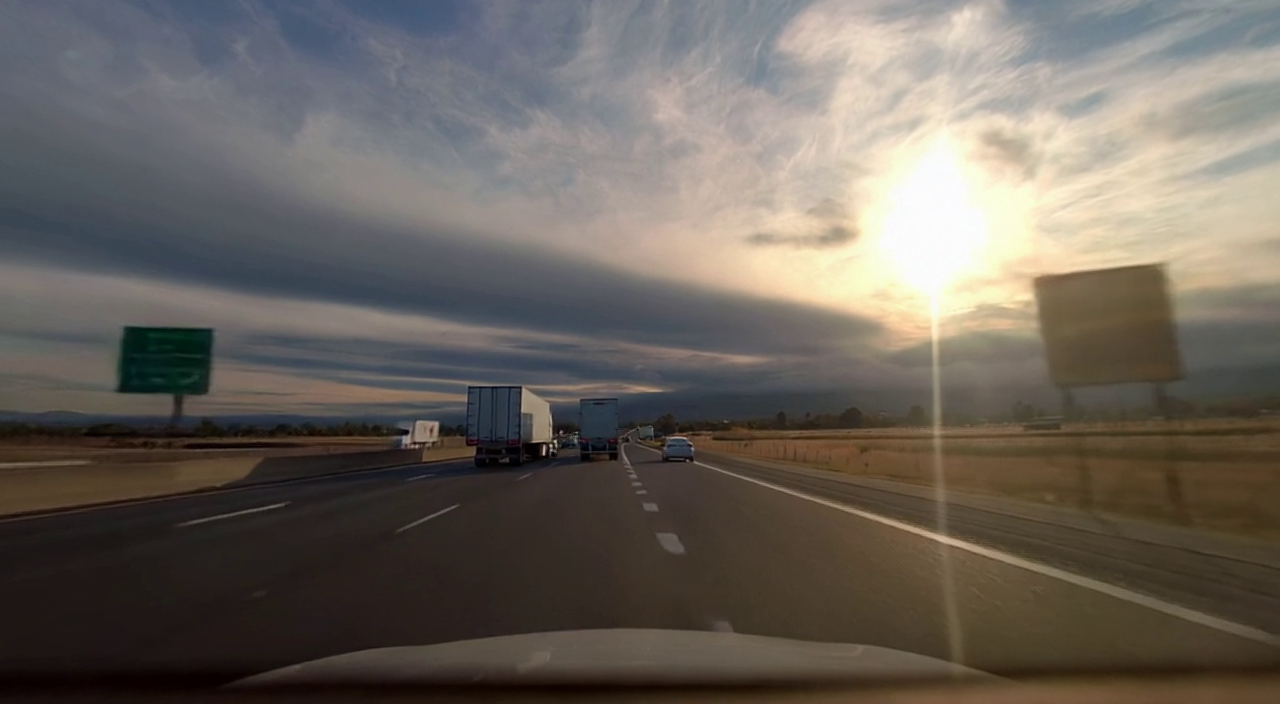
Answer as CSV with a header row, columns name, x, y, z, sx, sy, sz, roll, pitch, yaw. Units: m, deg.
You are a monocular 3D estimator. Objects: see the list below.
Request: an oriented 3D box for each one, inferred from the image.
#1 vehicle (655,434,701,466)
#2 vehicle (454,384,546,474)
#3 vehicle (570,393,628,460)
name,x,y,z,sx,sy,sz,roll,pitch,yaw
vehicle,1.832,4.890,31.491,1.891,1.477,3.599,0,-8,-3
vehicle,-5.883,3.430,27.716,2.728,3.405,7.096,0,-8,-3
vehicle,-3.069,5.737,46.874,3.475,4.037,17.454,0,-8,-4
